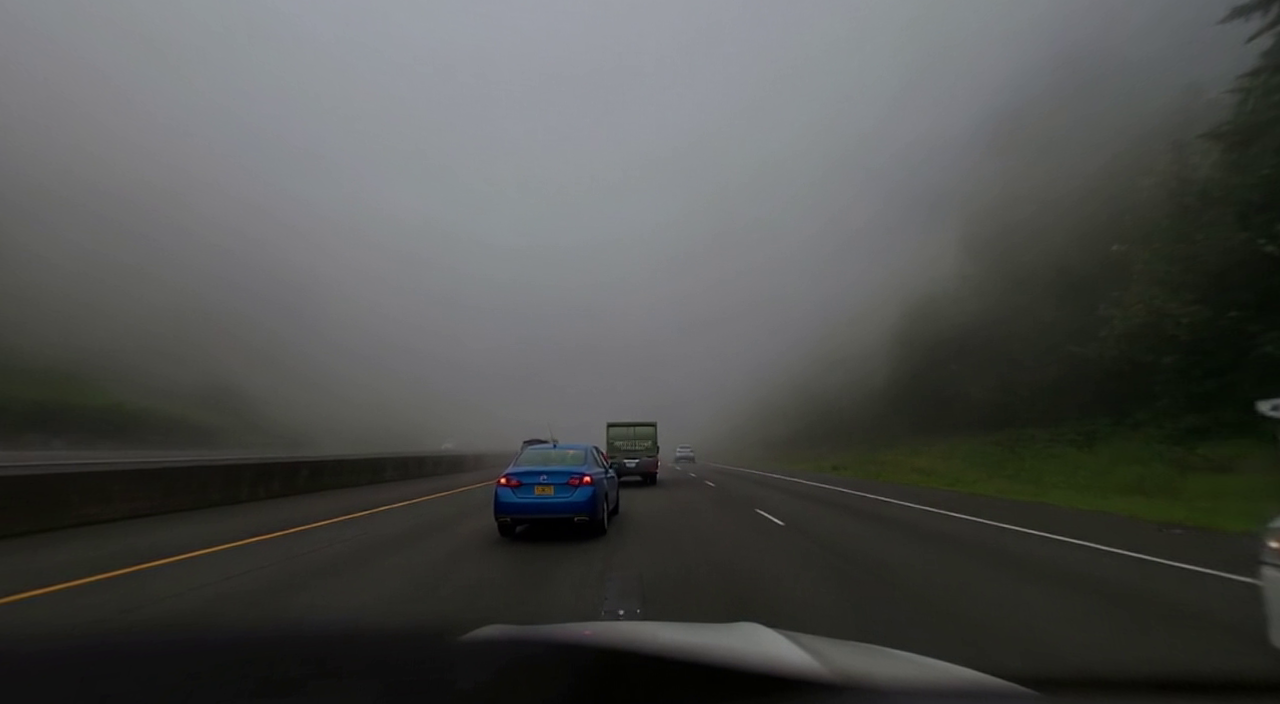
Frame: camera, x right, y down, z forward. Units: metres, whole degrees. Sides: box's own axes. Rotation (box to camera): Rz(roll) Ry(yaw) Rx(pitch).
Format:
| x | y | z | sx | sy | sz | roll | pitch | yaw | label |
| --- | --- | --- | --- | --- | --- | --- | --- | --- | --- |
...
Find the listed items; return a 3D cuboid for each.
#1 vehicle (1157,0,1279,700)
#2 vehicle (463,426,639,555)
| x | y | z | sx | sy | sz | roll | pitch | yaw | label |
| --- | --- | --- | --- | --- | --- | --- | --- | --- | --- |
| 4.909 | -0.628 | 0.886 | 2.982 | 4.187 | 6.008 | 0 | -9 | 1 | vehicle |
| -1.118 | 2.025 | 9.792 | 2.038 | 1.582 | 3.729 | -1 | -9 | 2 | vehicle |
